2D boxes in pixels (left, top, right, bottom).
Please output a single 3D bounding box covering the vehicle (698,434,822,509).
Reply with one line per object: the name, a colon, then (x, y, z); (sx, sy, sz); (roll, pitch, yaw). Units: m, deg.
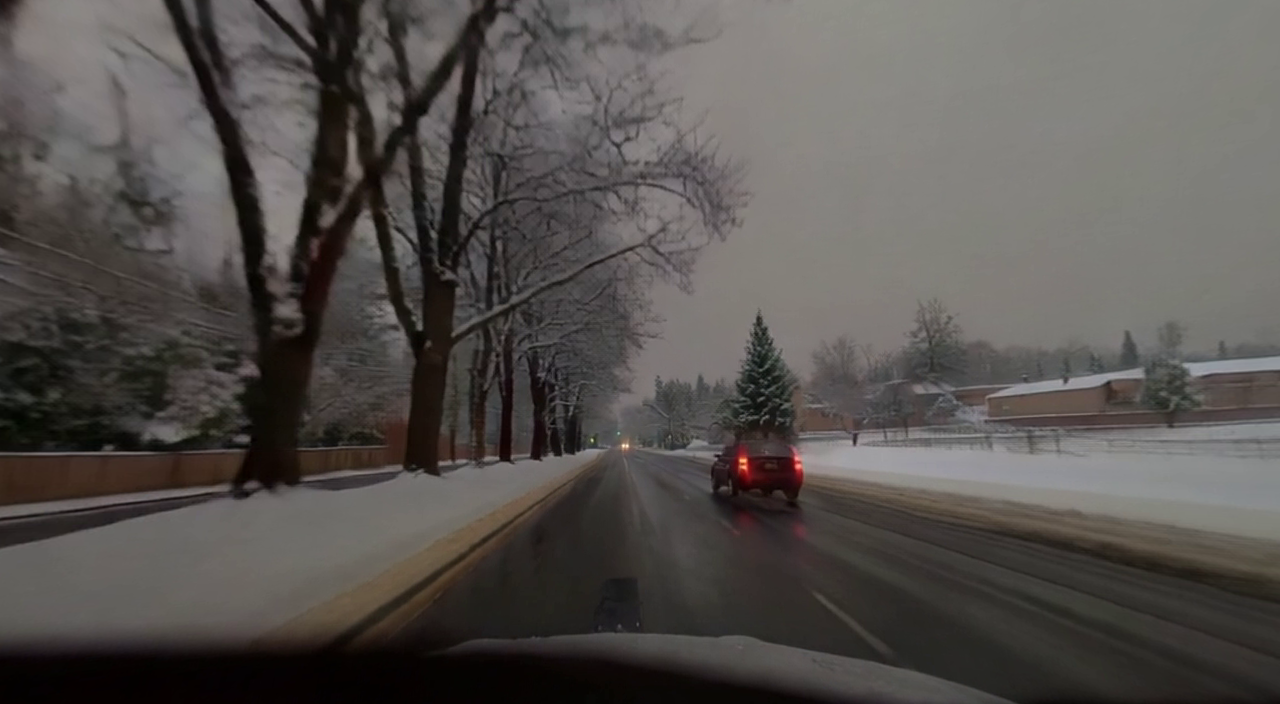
vehicle: (2.668, 2.800, 15.215); (1.985, 1.529, 4.316); (1, -9, -2)
